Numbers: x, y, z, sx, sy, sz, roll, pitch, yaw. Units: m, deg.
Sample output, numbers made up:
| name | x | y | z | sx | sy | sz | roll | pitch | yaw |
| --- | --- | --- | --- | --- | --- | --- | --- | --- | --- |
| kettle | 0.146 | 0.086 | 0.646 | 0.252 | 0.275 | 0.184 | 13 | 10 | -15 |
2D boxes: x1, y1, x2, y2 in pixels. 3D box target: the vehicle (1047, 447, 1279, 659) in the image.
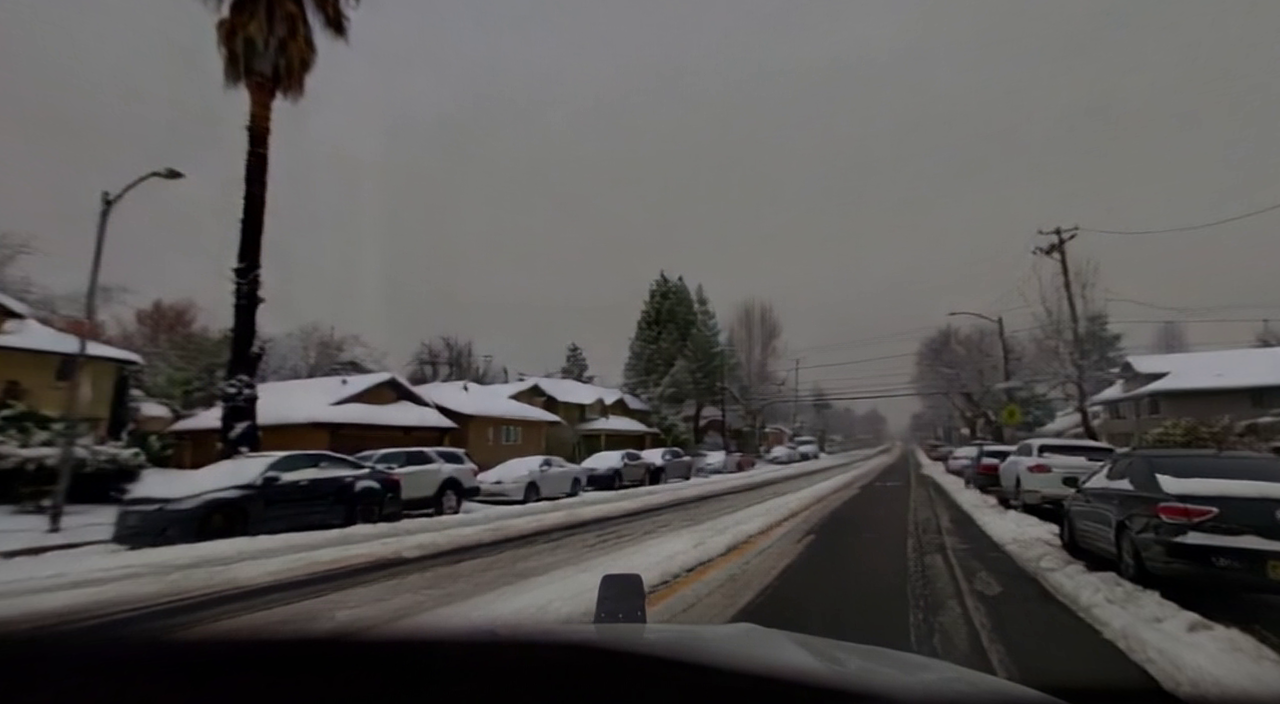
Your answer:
| name | x | y | z | sx | sy | sz | roll | pitch | yaw |
| --- | --- | --- | --- | --- | --- | --- | --- | --- | --- |
| vehicle | 5.774 | 1.725 | 6.456 | 2.001 | 1.461 | 4.492 | -4 | -9 | 24 |

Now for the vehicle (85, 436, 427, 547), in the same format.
| name | x | y | z | sx | sy | sz | roll | pitch | yaw |
| --- | --- | --- | --- | --- | --- | --- | --- | --- | --- |
| vehicle | -6.637 | 2.407 | 11.314 | 4.866 | 1.752 | 1.998 | -1 | -8 | 5 |
